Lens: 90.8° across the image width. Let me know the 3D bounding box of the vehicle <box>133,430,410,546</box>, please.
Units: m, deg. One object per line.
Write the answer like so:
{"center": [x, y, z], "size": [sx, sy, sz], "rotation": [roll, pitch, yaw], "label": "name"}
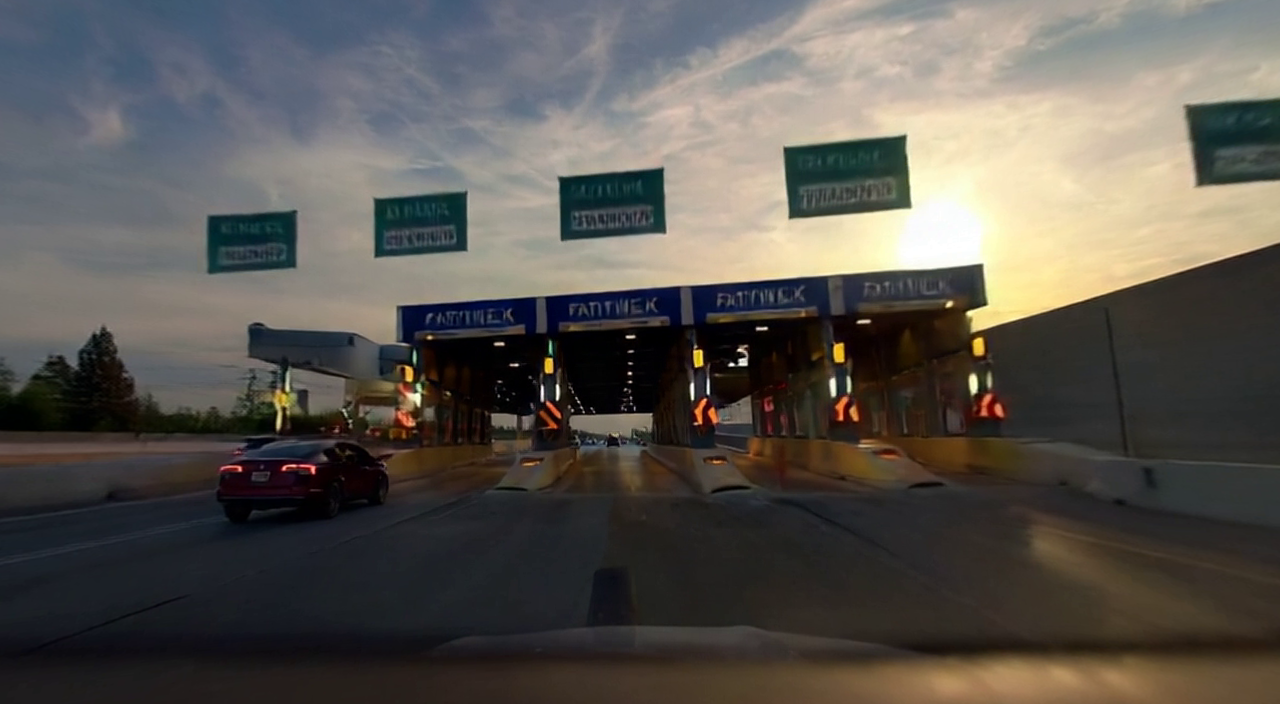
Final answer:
{"center": [-5.512, 2.053, 10.303], "size": [1.981, 1.465, 4.334], "rotation": [0, -8, -1], "label": "vehicle"}
